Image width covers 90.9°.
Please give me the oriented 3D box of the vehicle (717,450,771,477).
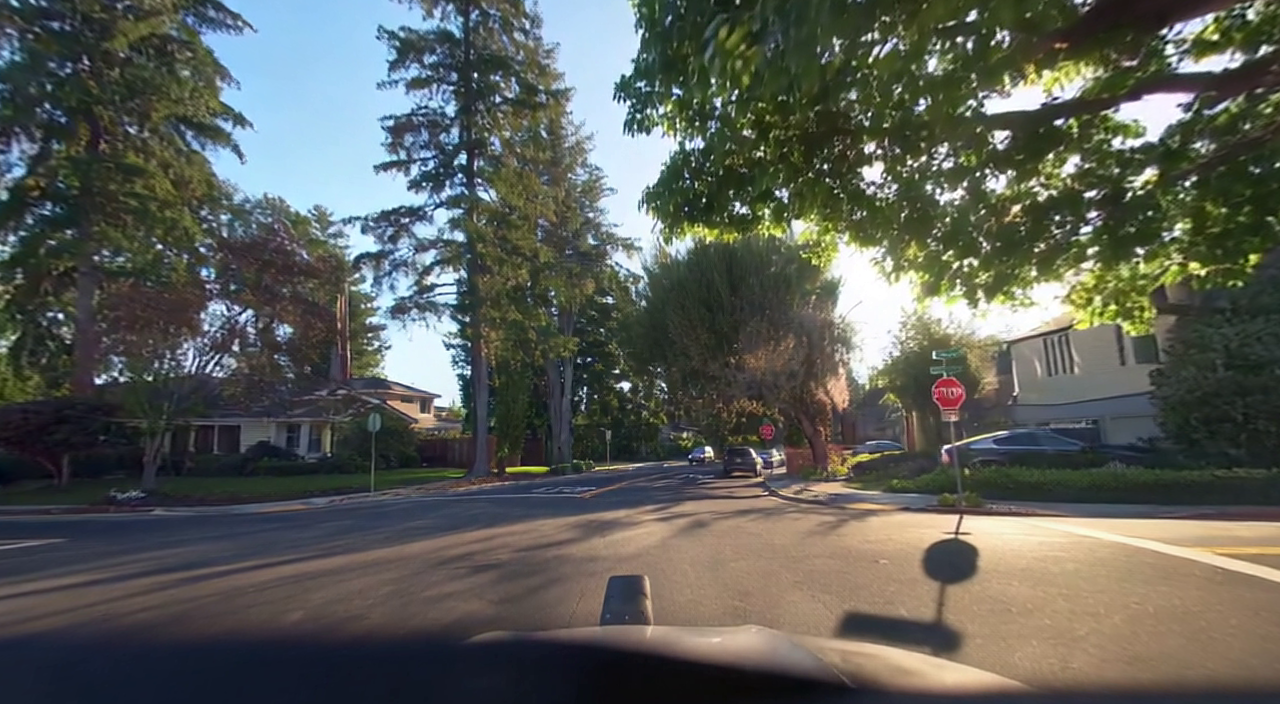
[{"bbox_3d":[7.119,7.460,42.603,2.692,1.649,4.689,-3,-9,20],"label":"vehicle"}]
